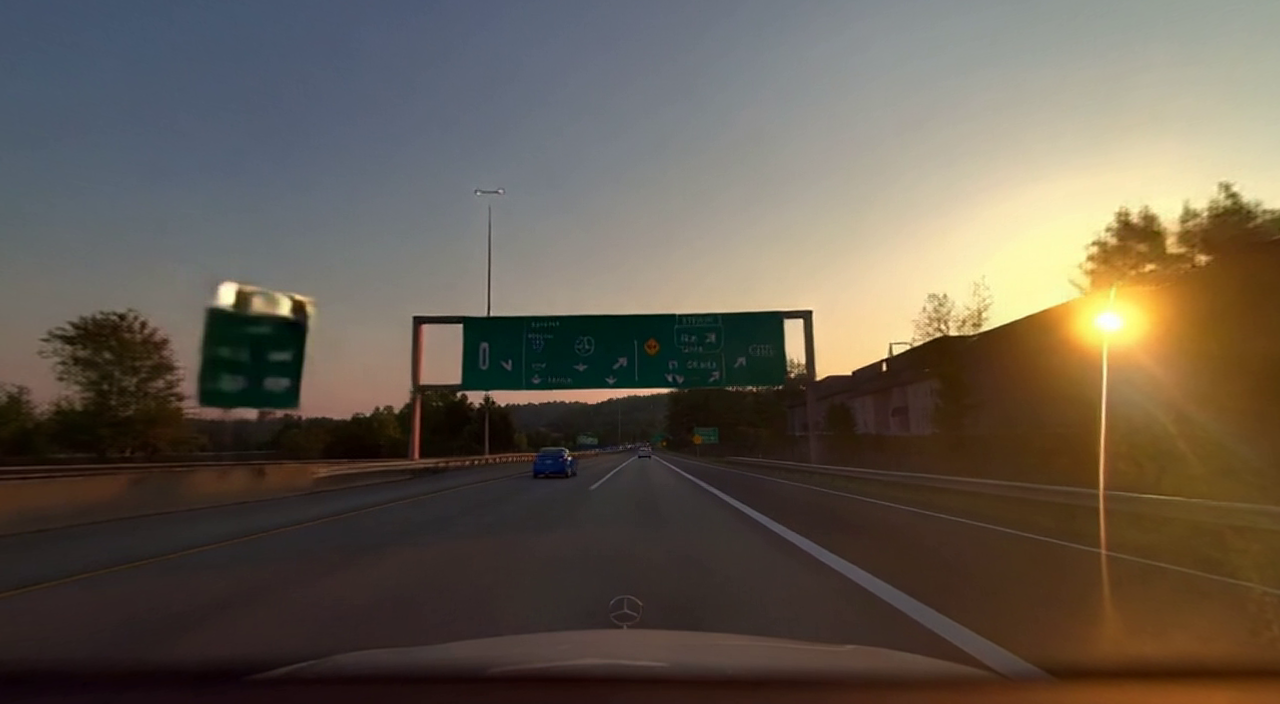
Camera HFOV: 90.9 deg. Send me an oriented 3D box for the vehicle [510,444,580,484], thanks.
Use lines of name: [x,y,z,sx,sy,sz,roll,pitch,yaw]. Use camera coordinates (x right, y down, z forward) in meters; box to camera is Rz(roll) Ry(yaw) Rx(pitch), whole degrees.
vehicle: [-3.919,4.729,26.875,2.160,1.552,4.592,0,-9,1]
